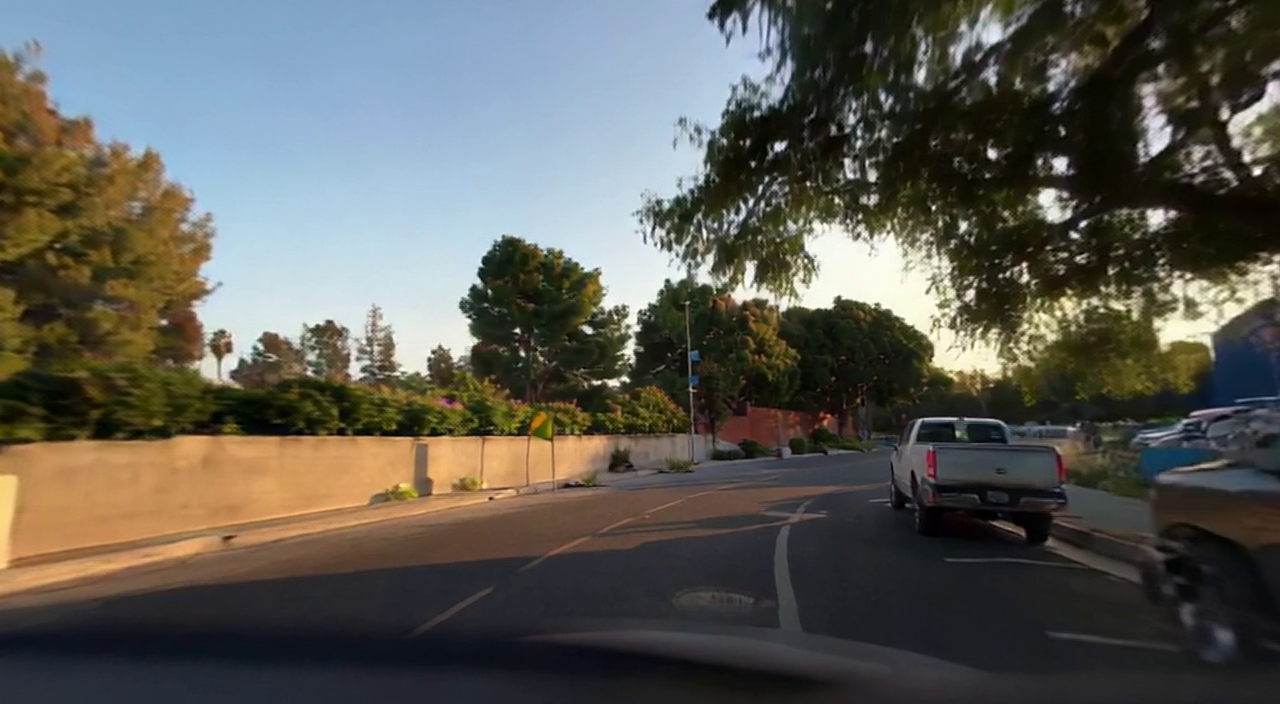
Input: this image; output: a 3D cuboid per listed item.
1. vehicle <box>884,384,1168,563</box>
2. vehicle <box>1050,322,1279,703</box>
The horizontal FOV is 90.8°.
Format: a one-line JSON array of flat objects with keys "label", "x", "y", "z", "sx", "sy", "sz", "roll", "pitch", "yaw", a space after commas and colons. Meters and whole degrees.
[{"label": "vehicle", "x": 5.524, "y": 1.814, "z": 10.227, "sx": 2.483, "sy": 1.978, "sz": 5.802, "roll": -3, "pitch": -9, "yaw": 17}, {"label": "vehicle", "x": 3.830, "y": 0.679, "z": 1.959, "sx": 2.168, "sy": 1.846, "sz": 4.794, "roll": -1, "pitch": -9, "yaw": 5}]
